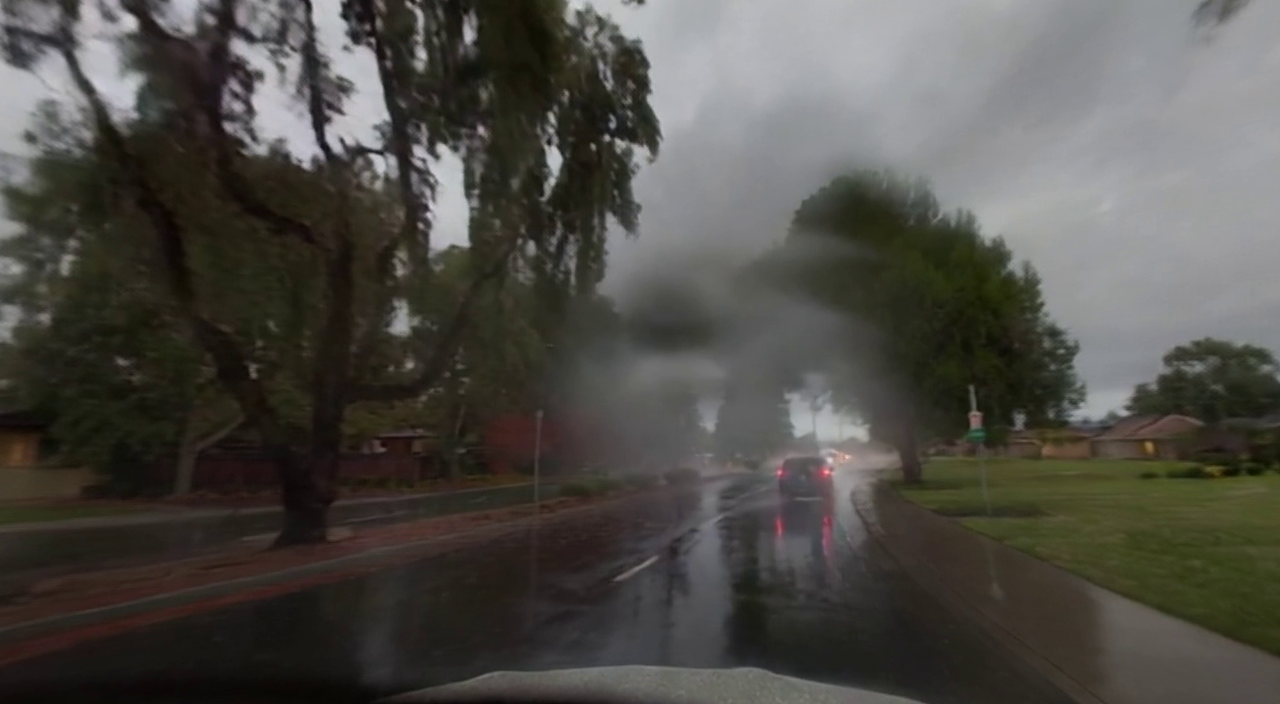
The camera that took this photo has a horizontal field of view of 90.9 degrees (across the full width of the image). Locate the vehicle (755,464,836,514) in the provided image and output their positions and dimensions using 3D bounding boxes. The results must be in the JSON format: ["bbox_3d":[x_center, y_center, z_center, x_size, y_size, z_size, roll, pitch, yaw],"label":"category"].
[{"bbox_3d":[4.817,4.031,18.946,1.972,1.250,5.282,-3,-11,17],"label":"vehicle"}]
